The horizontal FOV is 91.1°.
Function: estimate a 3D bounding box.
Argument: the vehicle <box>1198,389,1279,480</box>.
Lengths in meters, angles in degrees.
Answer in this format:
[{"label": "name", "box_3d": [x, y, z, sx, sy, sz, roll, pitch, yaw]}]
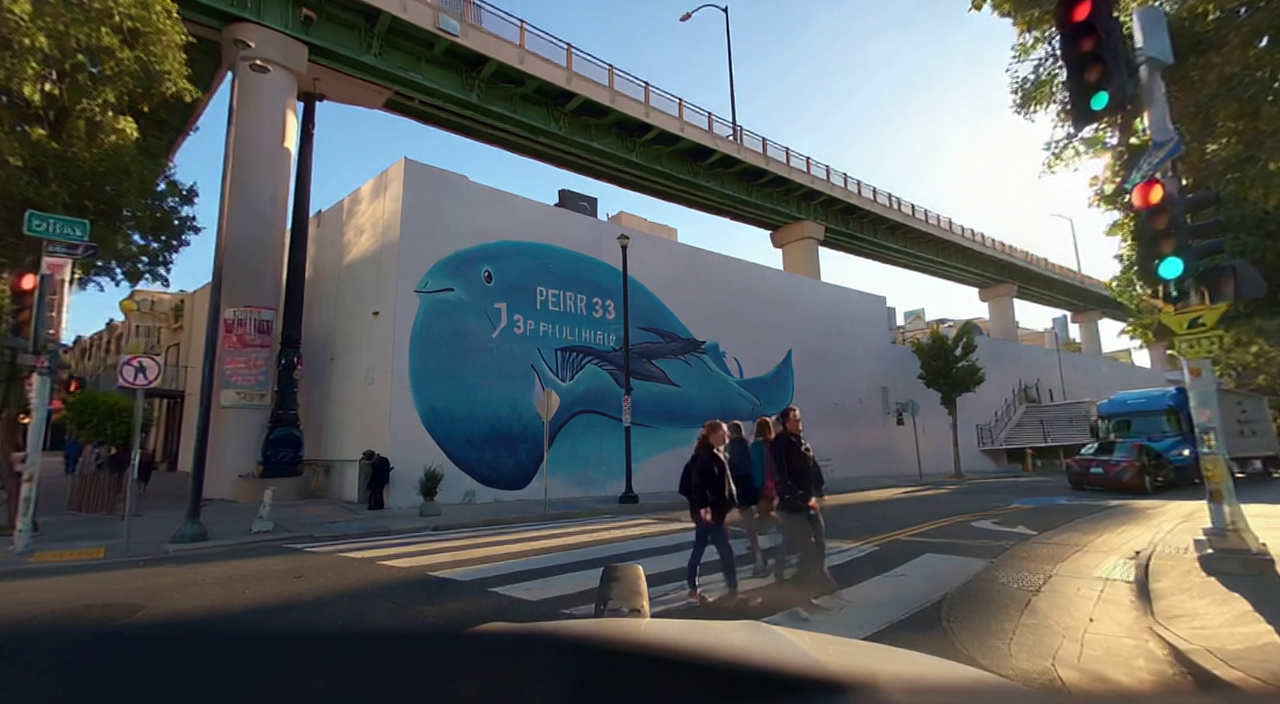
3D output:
[{"label": "vehicle", "box_3d": [32.739, 4.437, 33.445, 12.015, 4.103, 2.920, 7, -11, -42]}]

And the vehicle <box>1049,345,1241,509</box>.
[{"label": "vehicle", "box_3d": [15.741, 2.373, 19.208, 9.347, 3.893, 2.849, 7, -11, -42]}]
